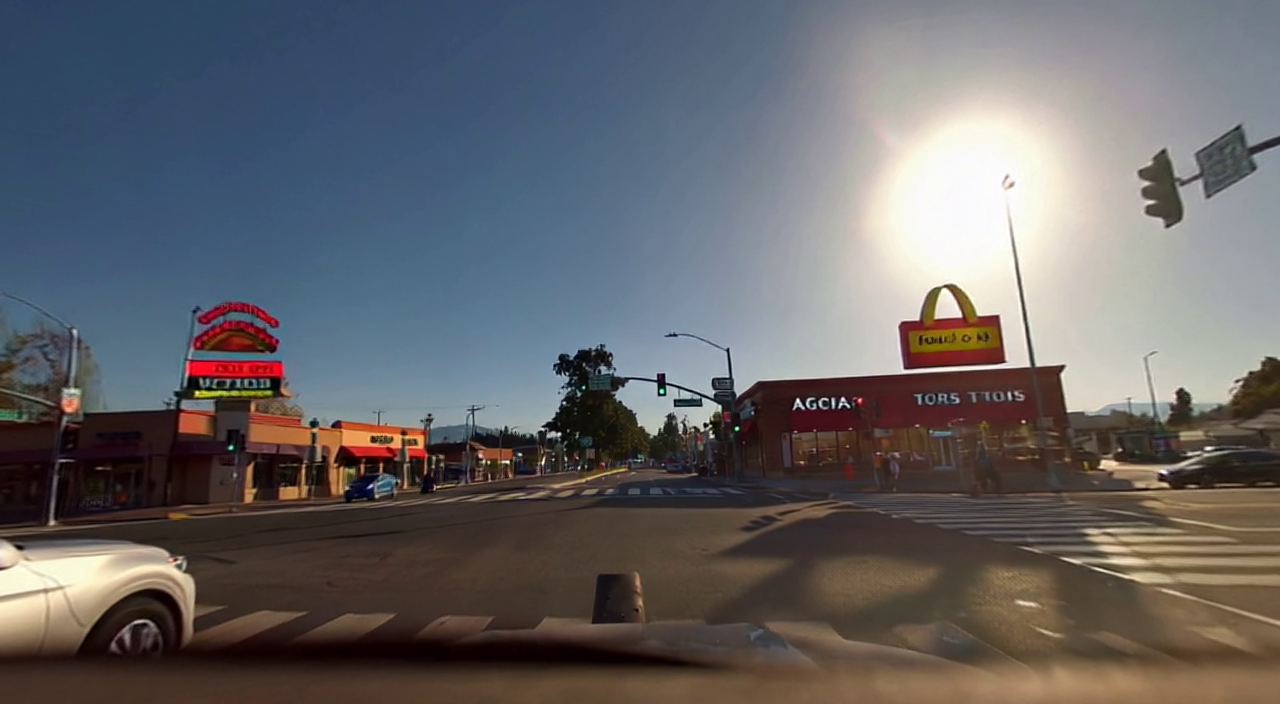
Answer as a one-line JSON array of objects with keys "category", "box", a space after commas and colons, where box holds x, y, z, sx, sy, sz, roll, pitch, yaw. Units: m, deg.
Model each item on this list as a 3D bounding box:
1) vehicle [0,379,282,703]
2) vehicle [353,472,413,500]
[{"category": "vehicle", "box": [-3.386, 0.832, 1.640, 2.081, 1.644, 4.523, 0, -9, 2]}, {"category": "vehicle", "box": [-15.820, 8.246, 39.031, 1.931, 1.471, 4.152, 0, -9, 1]}]
